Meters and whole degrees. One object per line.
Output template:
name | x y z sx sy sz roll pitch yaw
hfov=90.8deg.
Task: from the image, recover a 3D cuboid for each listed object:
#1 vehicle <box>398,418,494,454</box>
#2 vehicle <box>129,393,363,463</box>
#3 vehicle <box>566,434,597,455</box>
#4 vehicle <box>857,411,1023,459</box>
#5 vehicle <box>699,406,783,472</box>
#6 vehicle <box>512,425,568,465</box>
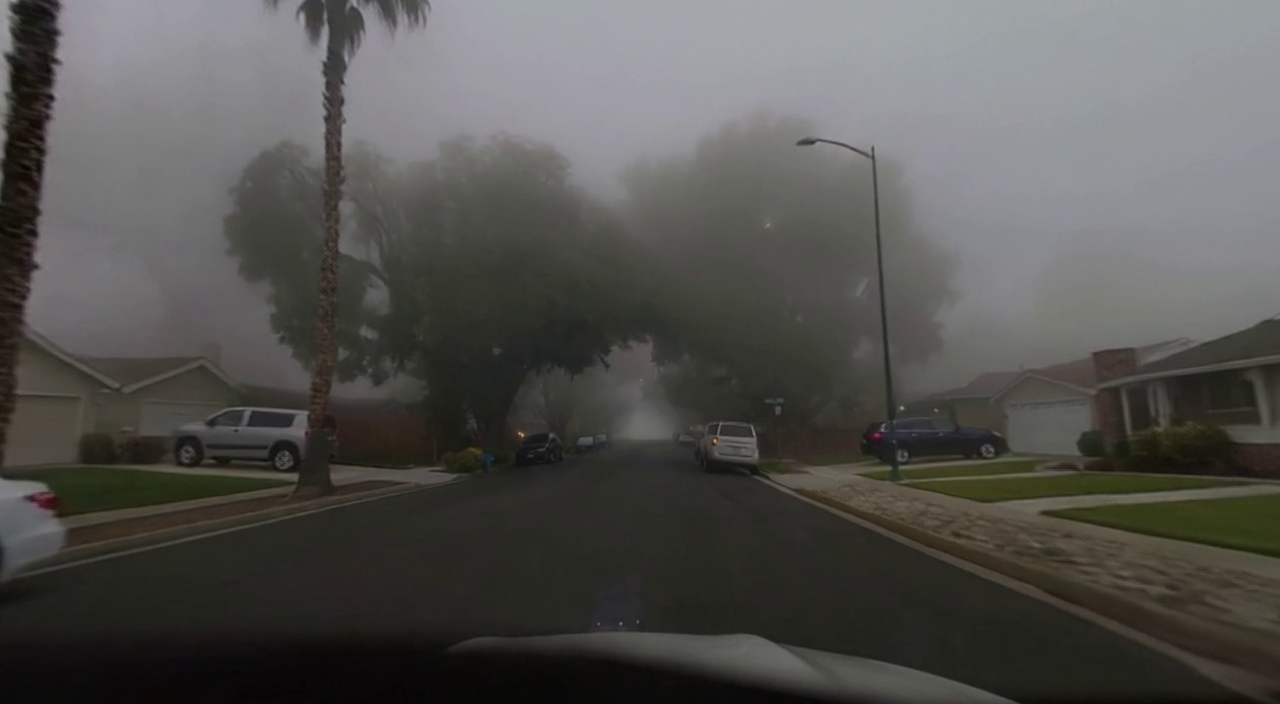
vehicle | -11.422 4.982 37.510 4.991 1.947 2.329 -1 -8 -1
vehicle | -11.542 2.293 18.858 5.340 1.948 2.398 0 -9 1
vehicle | -4.564 7.330 49.890 2.080 1.479 4.531 0 -10 -1
vehicle | 10.034 2.835 21.438 4.643 1.520 1.826 0 -8 3
vehicle | 3.415 3.144 22.738 2.184 2.038 6.212 0 -8 2
vehicle | -4.927 4.607 31.733 2.147 1.823 4.725 0 -7 -1
